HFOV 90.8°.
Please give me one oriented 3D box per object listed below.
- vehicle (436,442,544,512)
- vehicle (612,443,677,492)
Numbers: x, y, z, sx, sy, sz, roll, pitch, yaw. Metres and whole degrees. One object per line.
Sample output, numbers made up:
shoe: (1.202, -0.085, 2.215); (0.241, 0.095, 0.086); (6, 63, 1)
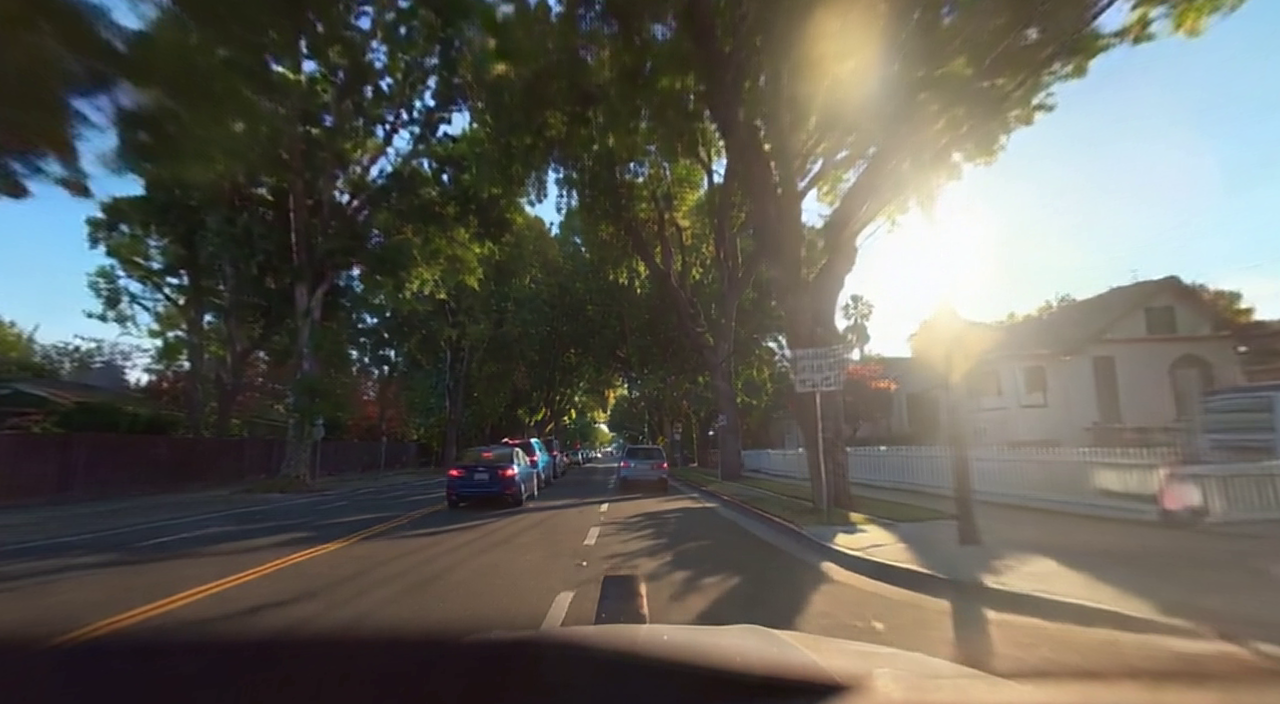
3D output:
vehicle: (-3.592, 3.082, 16.027); (1.919, 1.501, 4.509); (1, -9, -4)
vehicle: (0.078, 4.412, 24.470); (2.258, 1.682, 4.635); (1, -9, -2)
